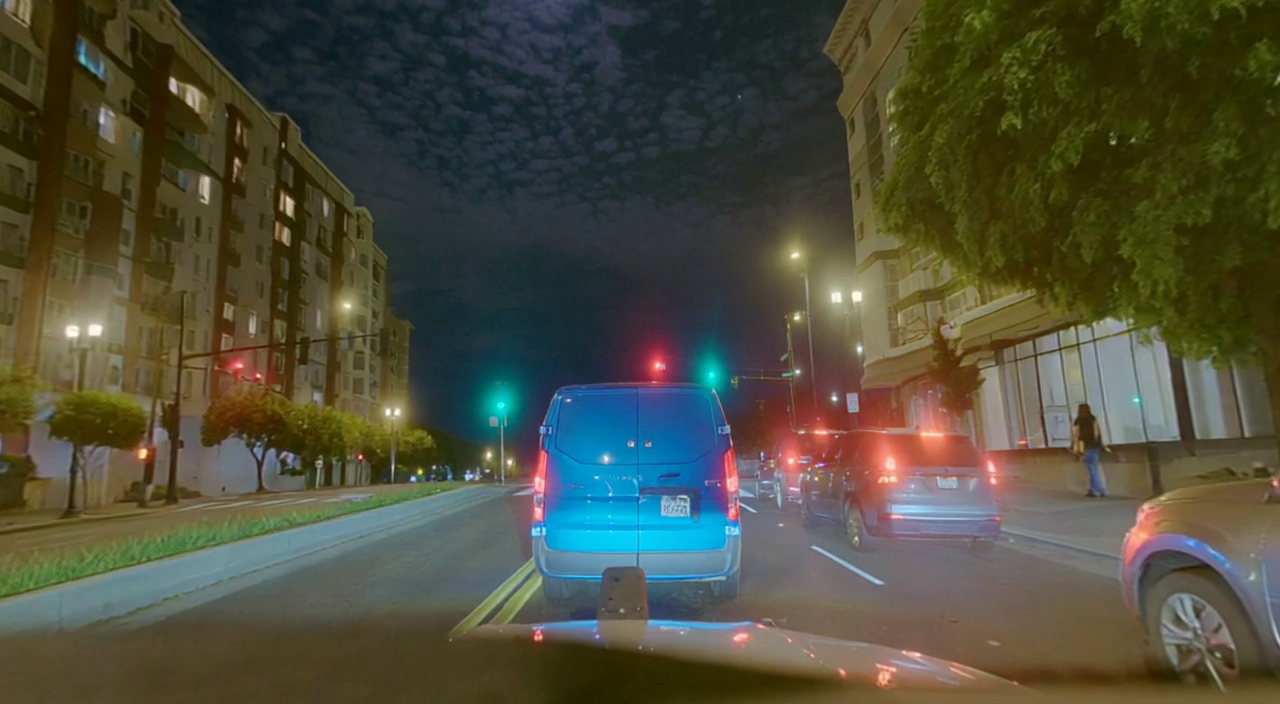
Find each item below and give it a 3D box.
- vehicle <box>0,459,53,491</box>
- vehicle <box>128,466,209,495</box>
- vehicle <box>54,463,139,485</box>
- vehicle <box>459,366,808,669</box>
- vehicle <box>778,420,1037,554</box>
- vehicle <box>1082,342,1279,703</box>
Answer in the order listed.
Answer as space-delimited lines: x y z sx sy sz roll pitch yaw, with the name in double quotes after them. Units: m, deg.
-35.518 6.840 35.174 3.843 1.680 1.782 -1 -9 5 "vehicle"
-33.248 9.073 44.534 4.292 1.492 1.772 -6 -14 -1 "vehicle"
-38.456 8.631 44.646 4.396 1.458 1.809 -1 -9 2 "vehicle"
-0.037 1.320 6.045 2.101 1.828 4.270 0 -9 0 "vehicle"
3.919 2.065 10.412 2.061 1.676 4.734 0 -9 -2 "vehicle"
3.806 0.695 1.751 2.157 1.748 4.130 0 -9 1 "vehicle"
